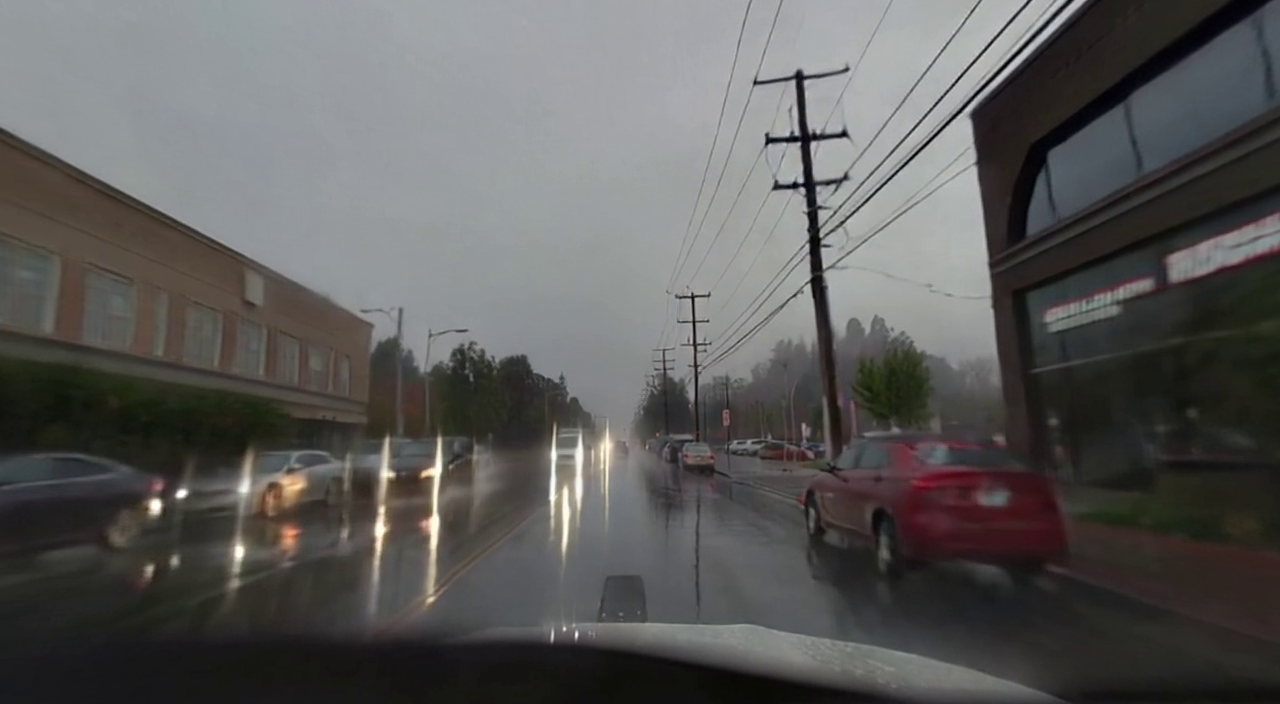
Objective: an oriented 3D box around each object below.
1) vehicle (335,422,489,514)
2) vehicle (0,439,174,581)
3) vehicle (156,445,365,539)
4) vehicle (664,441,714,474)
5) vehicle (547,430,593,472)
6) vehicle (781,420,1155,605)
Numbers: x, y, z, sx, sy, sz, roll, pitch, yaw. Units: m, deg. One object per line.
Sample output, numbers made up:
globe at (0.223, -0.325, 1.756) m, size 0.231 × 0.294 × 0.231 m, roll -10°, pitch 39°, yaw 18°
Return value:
vehicle at (-5.486, 2.844, 15.948) m, size 2.152 × 1.918 × 4.217 m, roll -3°, pitch -8°, yaw 3°
vehicle at (-8.854, 2.039, 8.120) m, size 2.009 × 1.684 × 5.009 m, roll -2°, pitch -7°, yaw -1°
vehicle at (-8.554, 3.121, 14.943) m, size 1.791 × 1.622 × 5.056 m, roll -2°, pitch -7°, yaw 1°
vehicle at (2.576, 5.288, 32.016) m, size 2.261 × 1.503 × 4.695 m, roll -2°, pitch -8°, yaw 7°
vehicle at (-3.593, 5.209, 33.332) m, size 2.115 × 2.065 × 4.452 m, roll 0°, pitch -9°, yaw -3°
vehicle at (3.429, 1.777, 8.064) m, size 2.136 × 1.586 × 4.919 m, roll 1°, pitch -9°, yaw 0°
